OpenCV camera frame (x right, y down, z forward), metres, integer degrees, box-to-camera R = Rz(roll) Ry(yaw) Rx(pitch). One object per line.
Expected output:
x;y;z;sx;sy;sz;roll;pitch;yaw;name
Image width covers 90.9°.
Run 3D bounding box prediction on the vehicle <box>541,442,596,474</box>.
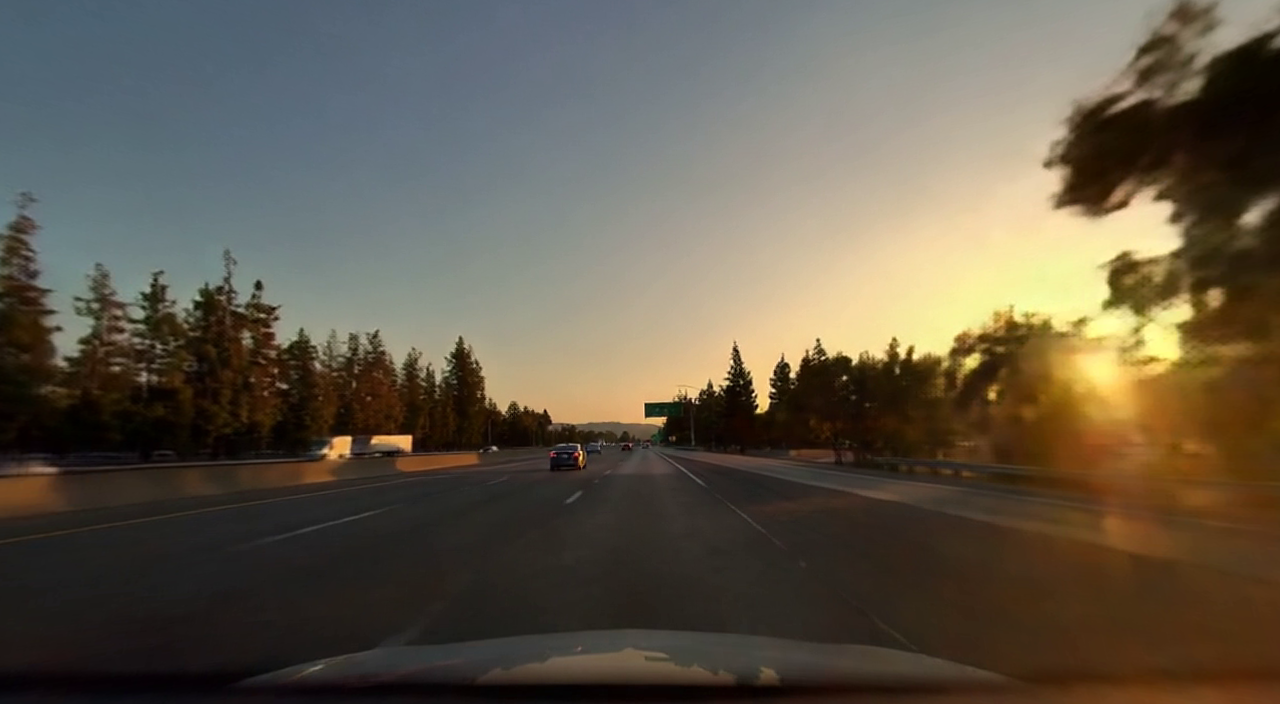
-3.430;5.177;31.079;2.128;1.450;4.078;0;-8;1;vehicle
